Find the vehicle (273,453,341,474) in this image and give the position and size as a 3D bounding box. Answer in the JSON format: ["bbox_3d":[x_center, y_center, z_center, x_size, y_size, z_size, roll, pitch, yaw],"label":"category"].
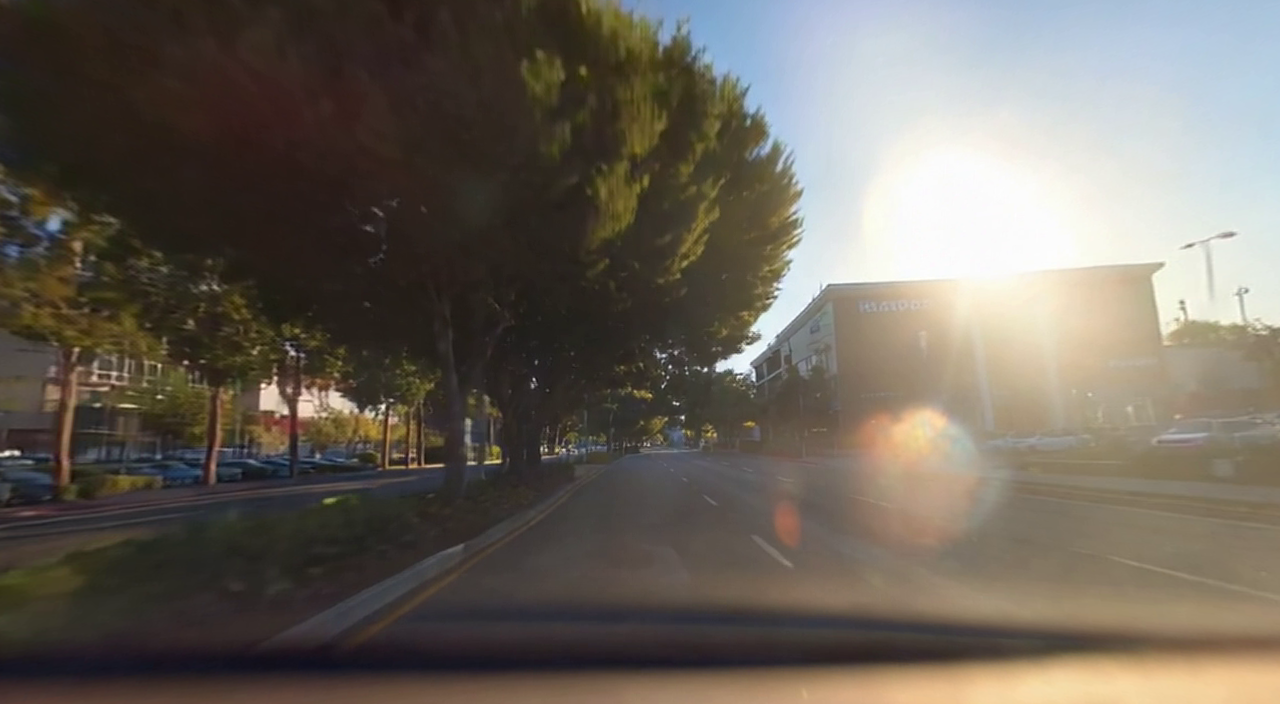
[{"bbox_3d":[-25.241,8.462,48.098,4.296,1.406,1.920,3,-9,-20],"label":"vehicle"}]

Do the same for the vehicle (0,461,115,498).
[{"bbox_3d":[-26.394,5.563,27.707,4.680,1.443,1.960,3,-9,-22],"label":"vehicle"}]
